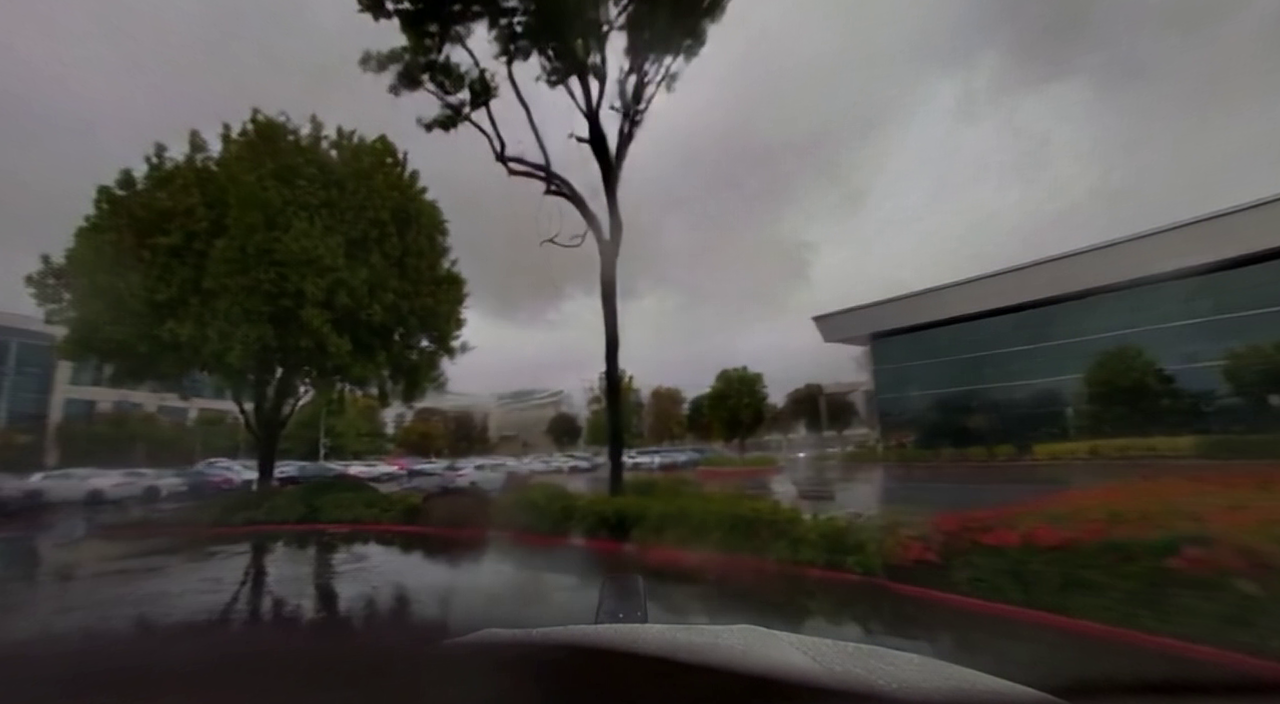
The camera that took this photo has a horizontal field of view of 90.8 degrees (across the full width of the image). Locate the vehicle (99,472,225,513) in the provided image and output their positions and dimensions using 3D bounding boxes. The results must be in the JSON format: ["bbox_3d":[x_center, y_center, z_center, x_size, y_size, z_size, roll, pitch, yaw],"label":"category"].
[{"bbox_3d":[-21.489,6.306,28.474,4.622,1.479,1.849,-6,-11,11],"label":"vehicle"}]

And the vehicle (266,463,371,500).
[{"bbox_3d":[-19.307,7.782,38.085,5.285,1.837,2.318,-5,-11,9],"label":"vehicle"}]

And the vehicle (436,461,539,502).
[{"bbox_3d":[-7.747,6.576,32.187,4.755,1.707,1.889,-6,-11,12],"label":"vehicle"}]
